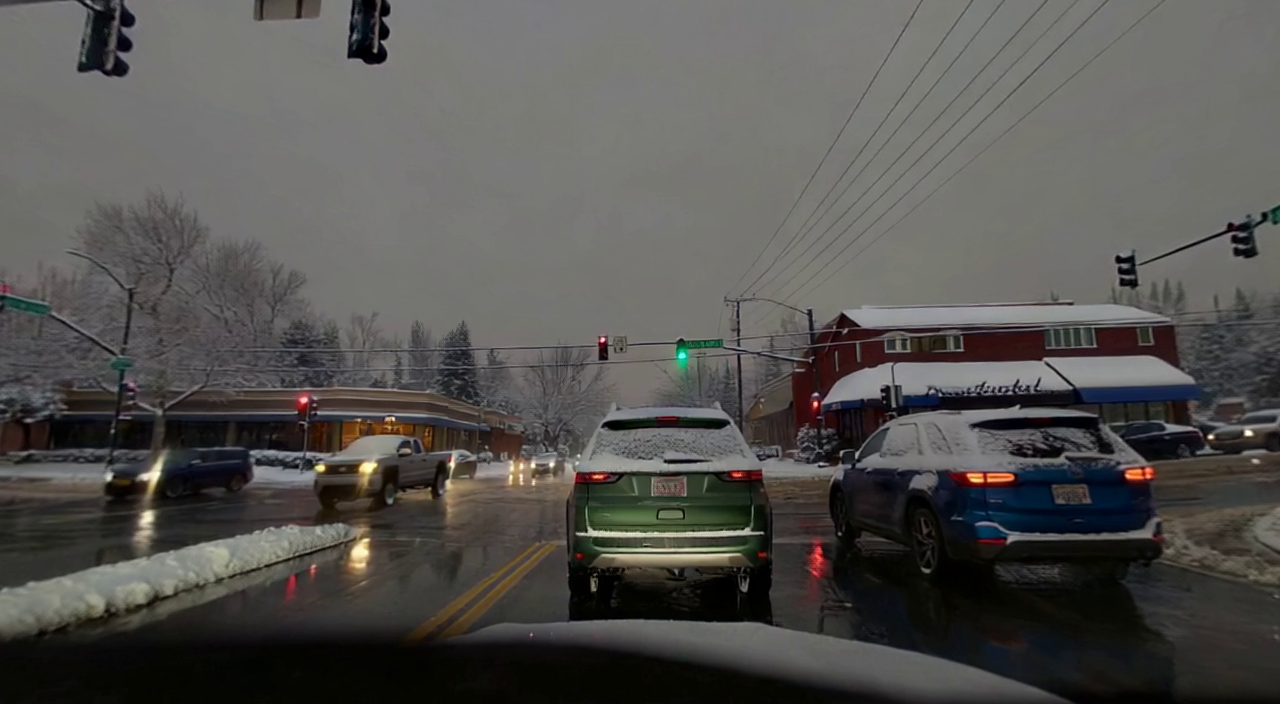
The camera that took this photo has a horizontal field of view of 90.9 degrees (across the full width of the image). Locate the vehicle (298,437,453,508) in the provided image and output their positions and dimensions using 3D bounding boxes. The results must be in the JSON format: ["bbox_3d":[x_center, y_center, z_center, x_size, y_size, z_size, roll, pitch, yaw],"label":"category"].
[{"bbox_3d":[-7.502,3.451,18.631,2.176,1.766,5.042,-1,-8,3],"label":"vehicle"}]

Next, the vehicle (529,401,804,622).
[{"bbox_3d":[0.254,1.505,6.818,2.098,1.682,3.778,0,-8,2],"label":"vehicle"}]

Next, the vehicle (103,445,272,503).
[{"bbox_3d":[-14.398,3.854,20.476,1.931,1.633,4.544,-1,-8,3],"label":"vehicle"}]

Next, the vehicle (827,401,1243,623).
[{"bbox_3d":[3.615,1.519,6.948,1.976,1.664,4.189,-1,-8,2],"label":"vehicle"}]
